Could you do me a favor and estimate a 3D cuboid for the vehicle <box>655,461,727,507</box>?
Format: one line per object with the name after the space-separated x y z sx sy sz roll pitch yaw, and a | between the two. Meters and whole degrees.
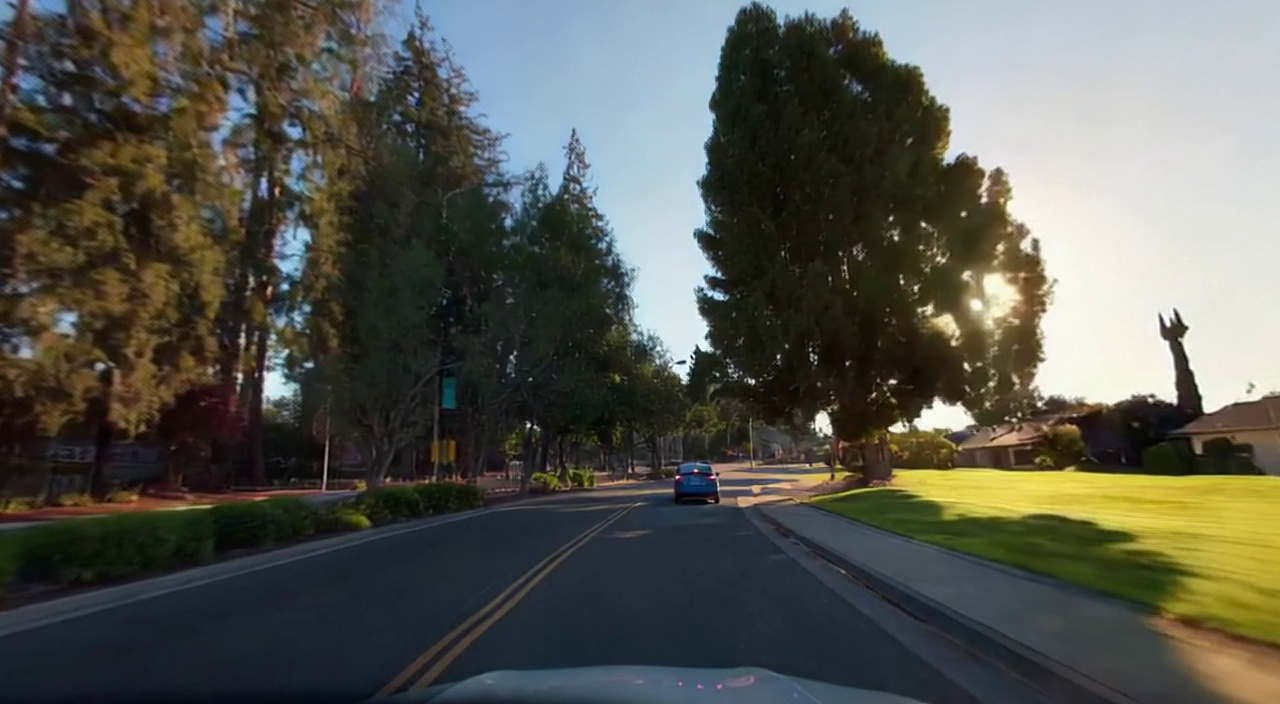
1.791 4.257 20.596 1.972 1.250 5.282 -1 -11 9 | vehicle

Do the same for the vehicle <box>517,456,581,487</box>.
-4.722 6.347 33.511 1.870 1.518 4.390 -2 -11 13 | vehicle
